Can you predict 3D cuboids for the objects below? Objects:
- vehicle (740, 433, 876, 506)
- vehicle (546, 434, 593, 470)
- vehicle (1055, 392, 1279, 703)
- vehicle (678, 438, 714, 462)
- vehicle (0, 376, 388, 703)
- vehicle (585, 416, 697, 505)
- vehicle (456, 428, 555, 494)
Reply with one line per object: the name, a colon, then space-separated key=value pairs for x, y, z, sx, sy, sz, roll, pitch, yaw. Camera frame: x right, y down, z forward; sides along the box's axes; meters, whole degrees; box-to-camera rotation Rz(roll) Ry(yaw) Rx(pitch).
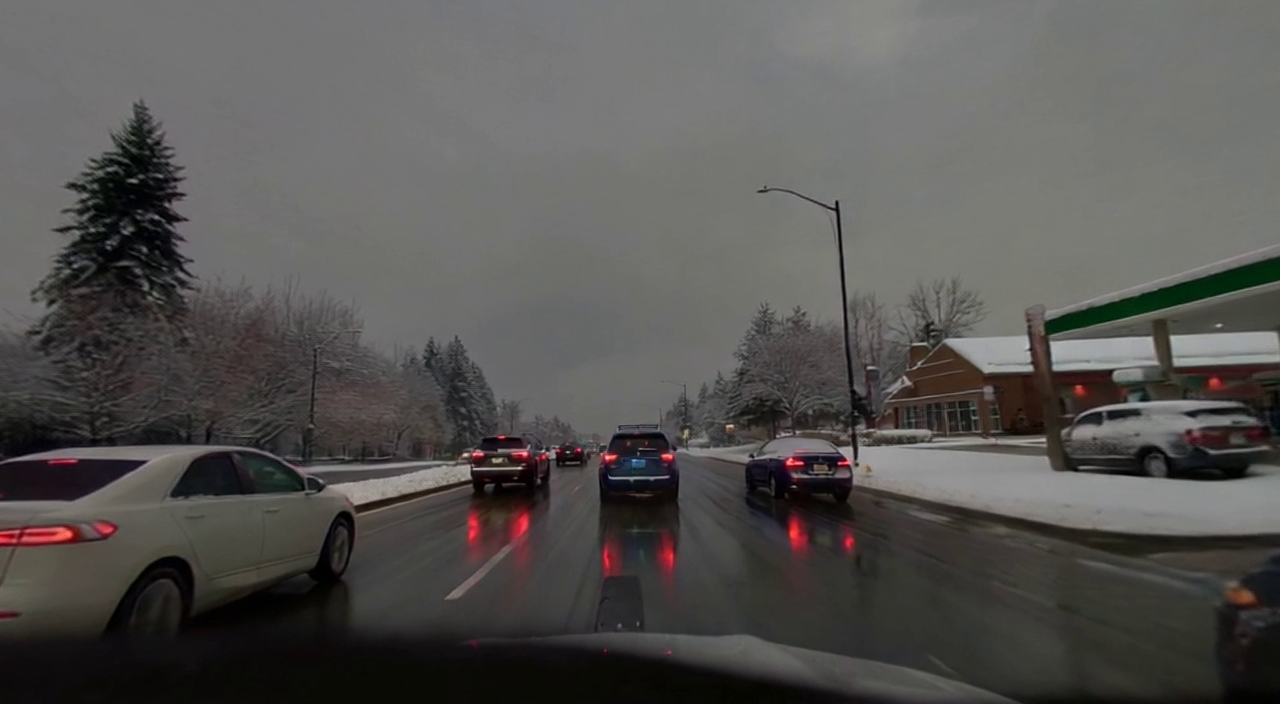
vehicle: x=3.785 y=2.728 z=15.146 sx=1.888 sy=1.456 sz=4.589 roll=0 pitch=-8 yaw=-1
vehicle: x=-3.550 y=5.112 z=32.423 sx=1.871 sy=1.673 sz=3.920 roll=0 pitch=-8 yaw=1
vehicle: x=3.390 y=0.749 z=1.309 sx=1.976 sy=1.492 sz=4.436 roll=0 pitch=-8 yaw=-1
vehicle: x=3.688 y=6.501 z=41.960 sx=1.926 sy=1.522 sz=3.852 roll=0 pitch=-8 yaw=-2
vehicle: x=-3.594 y=1.175 z=4.588 sx=1.864 sy=1.574 sz=4.031 roll=0 pitch=-8 yaw=0
vehicle: x=0.011 y=2.524 z=15.086 sx=2.279 sy=1.803 sz=4.254 roll=0 pitch=-8 yaw=0
vehicle: x=-3.768 y=3.122 z=18.432 sx=1.932 sy=1.695 sz=4.150 roll=0 pitch=-8 yaw=0
